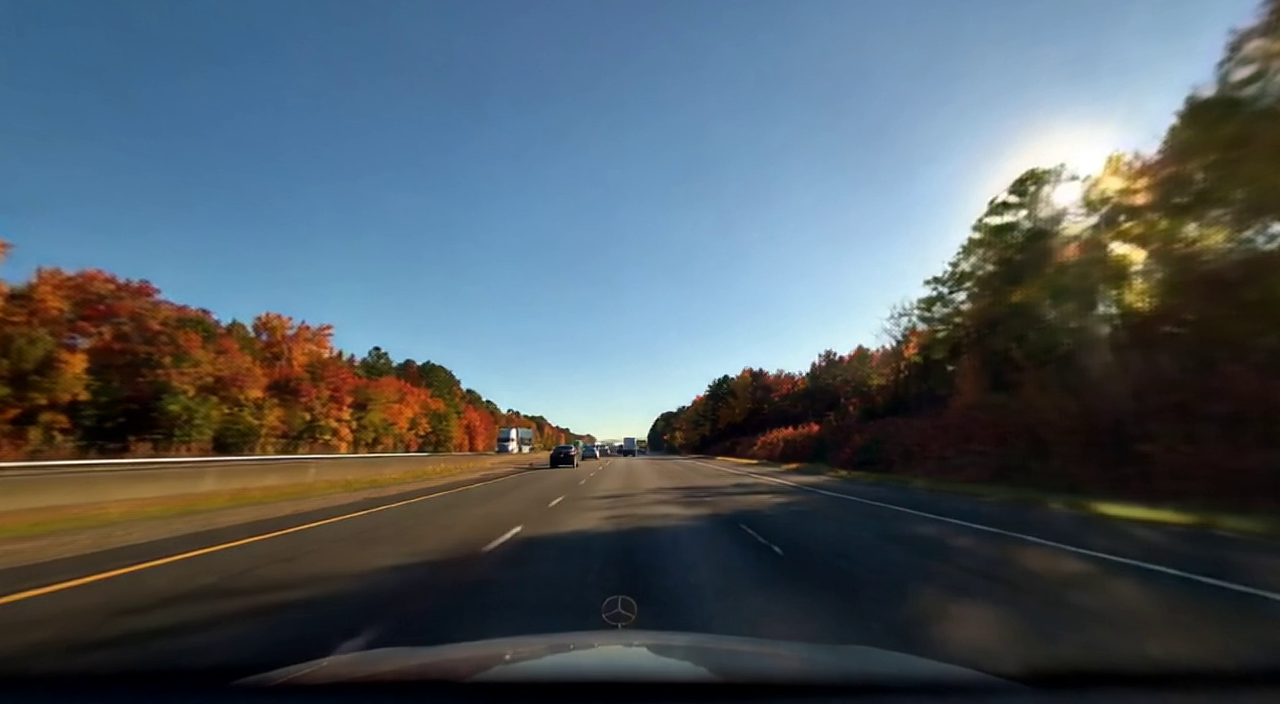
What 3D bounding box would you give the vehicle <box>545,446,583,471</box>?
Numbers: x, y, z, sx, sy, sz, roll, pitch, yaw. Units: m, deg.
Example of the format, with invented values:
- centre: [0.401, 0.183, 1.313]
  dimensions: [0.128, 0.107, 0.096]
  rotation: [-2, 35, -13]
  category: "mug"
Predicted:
- centre: [-4.662, 6.619, 39.082]
  dimensions: [1.963, 1.475, 3.665]
  rotation: [0, -9, -1]
  category: "vehicle"
